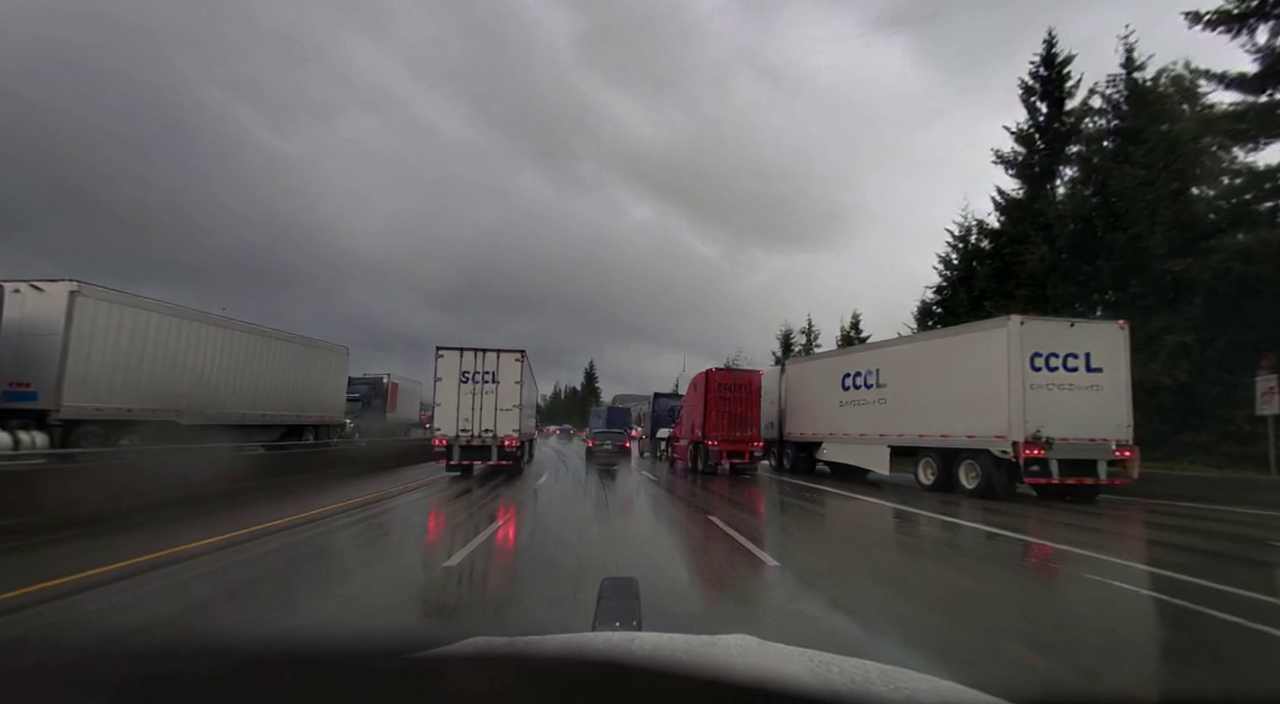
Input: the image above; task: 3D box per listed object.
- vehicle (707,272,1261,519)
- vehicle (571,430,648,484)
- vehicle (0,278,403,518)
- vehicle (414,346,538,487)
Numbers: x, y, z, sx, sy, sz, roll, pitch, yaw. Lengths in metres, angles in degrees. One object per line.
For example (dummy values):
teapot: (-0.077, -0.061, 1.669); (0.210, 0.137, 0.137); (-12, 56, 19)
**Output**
vehicle: (6.857, 1.559, 17.105); (2.820, 4.084, 13.786); (4, -9, -27)
vehicle: (-1.112, 3.322, 20.431); (2.060, 1.540, 4.374); (1, -8, -8)
vehicle: (-11.439, 1.487, 16.045); (2.867, 4.125, 14.026); (-2, -8, 12)
vehicle: (-5.149, 2.315, 21.511); (2.822, 3.788, 8.799); (1, -8, -7)
